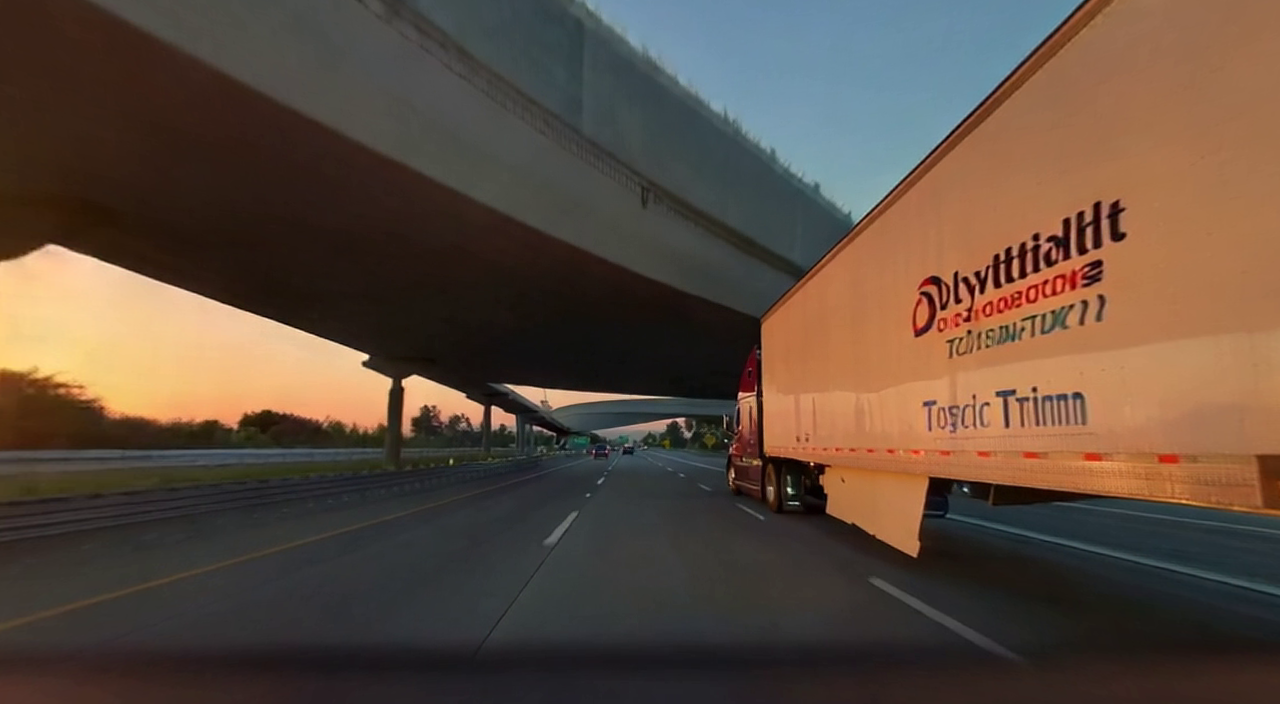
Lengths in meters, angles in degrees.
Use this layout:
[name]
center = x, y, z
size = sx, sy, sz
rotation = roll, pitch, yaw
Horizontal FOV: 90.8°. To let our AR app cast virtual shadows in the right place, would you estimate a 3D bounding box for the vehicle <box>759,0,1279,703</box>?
[vehicle]
center = 3.982, 0.285, 6.831
size = 2.962, 4.132, 12.720
rotation = 0, -8, 0
